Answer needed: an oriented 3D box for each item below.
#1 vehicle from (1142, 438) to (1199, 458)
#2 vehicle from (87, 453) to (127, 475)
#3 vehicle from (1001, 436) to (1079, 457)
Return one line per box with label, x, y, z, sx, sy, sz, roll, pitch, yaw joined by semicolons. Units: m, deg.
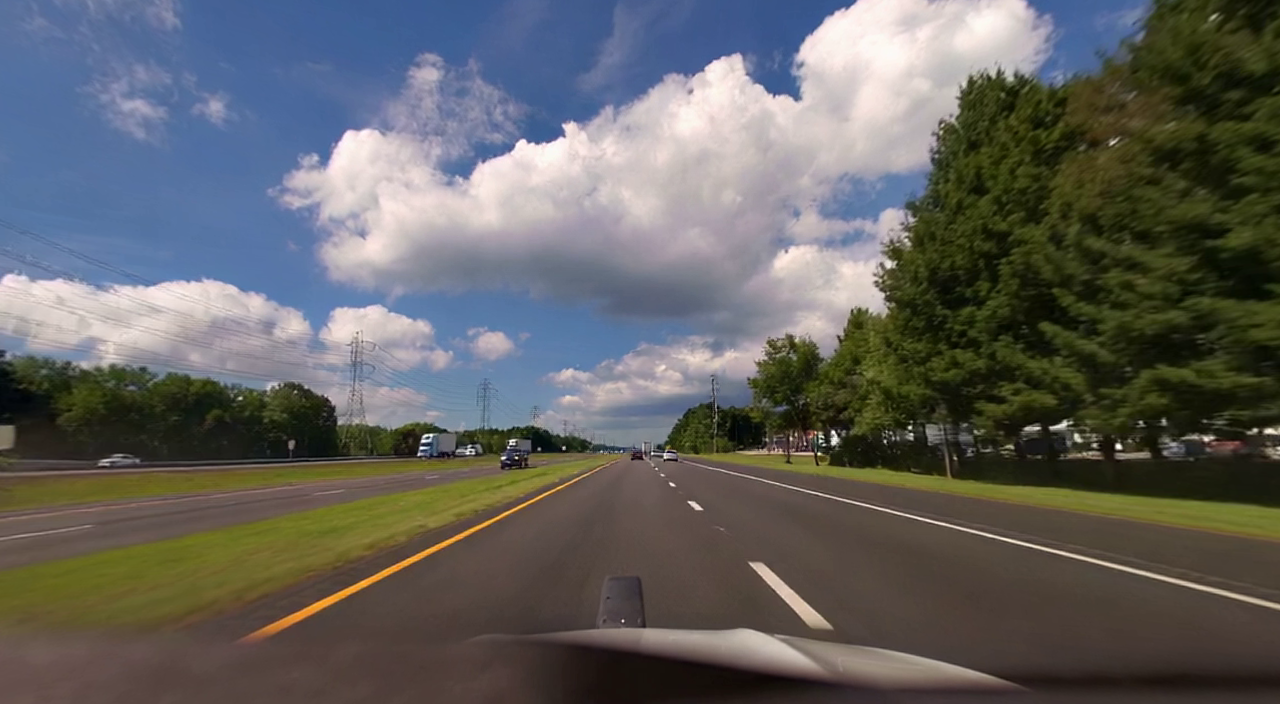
vehicle;40.590;7.323;48.172;4.671;1.458;1.880;6;-10;-33
vehicle;-39.085;8.178;46.175;4.106;1.445;1.802;-9;-11;44
vehicle;29.843;7.074;47.058;4.541;1.499;1.838;-8;-12;43
